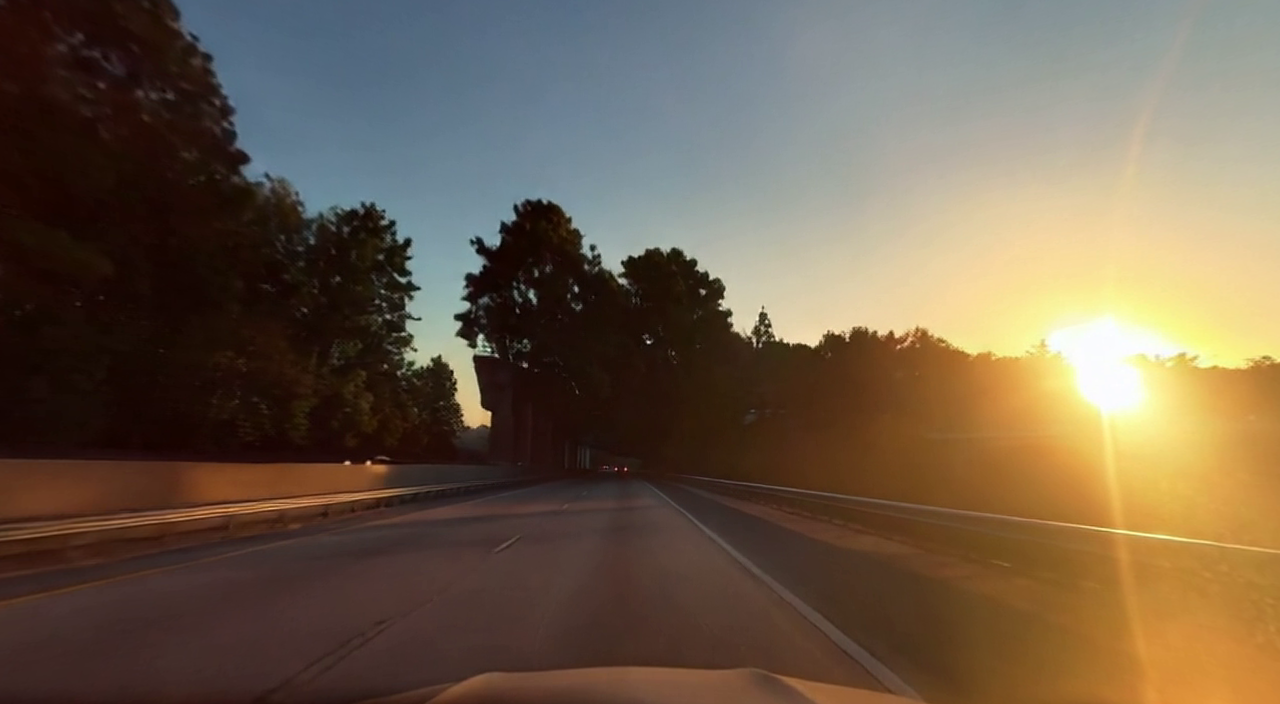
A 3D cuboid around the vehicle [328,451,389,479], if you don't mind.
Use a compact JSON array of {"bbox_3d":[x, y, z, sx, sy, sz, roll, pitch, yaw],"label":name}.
[{"bbox_3d":[-17.993,7.276,40.500,1.963,1.652,4.442,1,-11,-3],"label":"vehicle"}]
